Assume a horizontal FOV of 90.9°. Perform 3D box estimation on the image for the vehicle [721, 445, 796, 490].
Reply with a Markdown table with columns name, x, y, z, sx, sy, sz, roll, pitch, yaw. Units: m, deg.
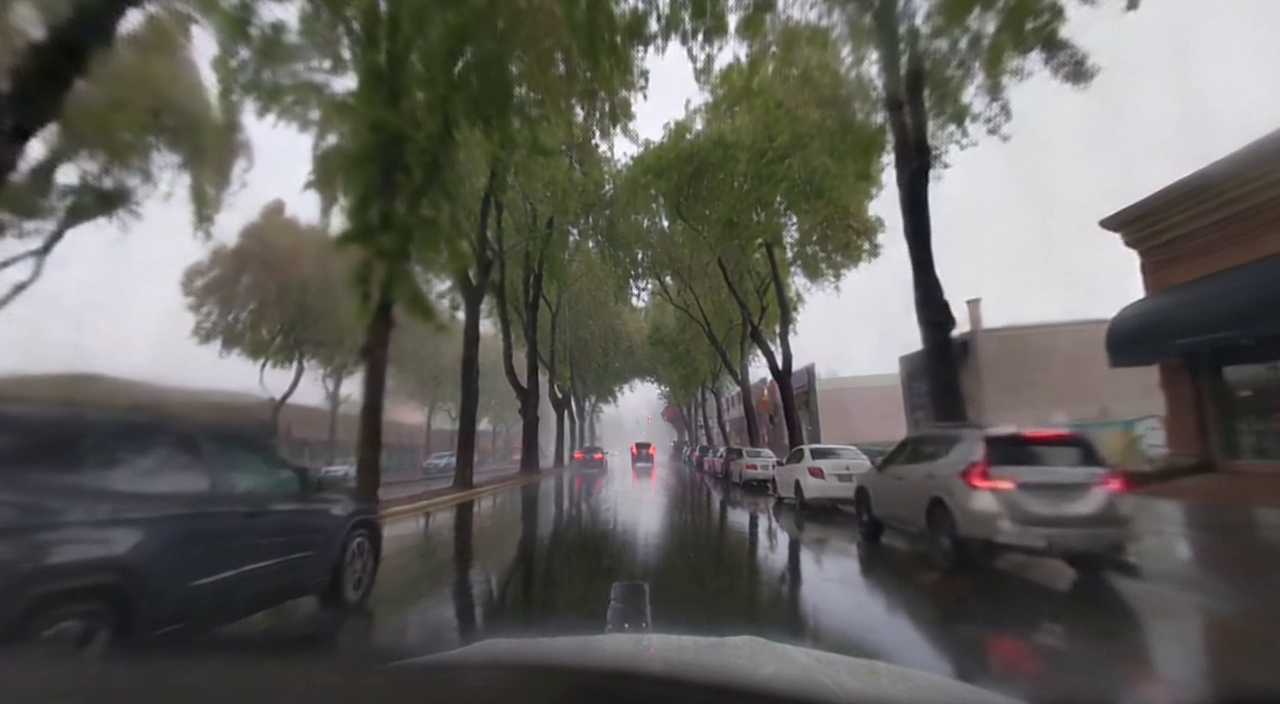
| name | x | y | z | sx | sy | sz | roll | pitch | yaw |
| --- | --- | --- | --- | --- | --- | --- | --- | --- | --- |
| vehicle | 4.336 | 4.290 | 23.752 | 1.887 | 1.517 | 4.257 | 0 | -9 | -1 |

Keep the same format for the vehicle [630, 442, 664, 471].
| name | x | y | z | sx | sy | sz | roll | pitch | yaw |
| --- | --- | --- | --- | --- | --- | --- | --- | --- | --- |
| vehicle | 0.451 | 6.800 | 41.137 | 2.075 | 1.770 | 4.018 | 0 | -9 | 0 |

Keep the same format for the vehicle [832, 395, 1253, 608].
| name | x | y | z | sx | sy | sz | roll | pitch | yaw |
| --- | --- | --- | --- | --- | --- | --- | --- | --- | --- |
| vehicle | 4.207 | 1.654 | 7.921 | 2.068 | 1.809 | 4.889 | 0 | -9 | 1 |

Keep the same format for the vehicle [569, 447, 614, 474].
| name | x | y | z | sx | sy | sz | roll | pitch | yaw |
| --- | --- | --- | --- | --- | --- | --- | --- | --- | --- |
| vehicle | -2.762 | 6.337 | 37.067 | 2.151 | 1.484 | 4.468 | 0 | -9 | 1 |

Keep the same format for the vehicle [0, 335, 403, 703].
| name | x | y | z | sx | sy | sz | roll | pitch | yaw |
| --- | --- | --- | --- | --- | --- | --- | --- | --- | --- |
| vehicle | -3.294 | 0.970 | 3.276 | 2.186 | 1.708 | 4.746 | 0 | -9 | 1 |
